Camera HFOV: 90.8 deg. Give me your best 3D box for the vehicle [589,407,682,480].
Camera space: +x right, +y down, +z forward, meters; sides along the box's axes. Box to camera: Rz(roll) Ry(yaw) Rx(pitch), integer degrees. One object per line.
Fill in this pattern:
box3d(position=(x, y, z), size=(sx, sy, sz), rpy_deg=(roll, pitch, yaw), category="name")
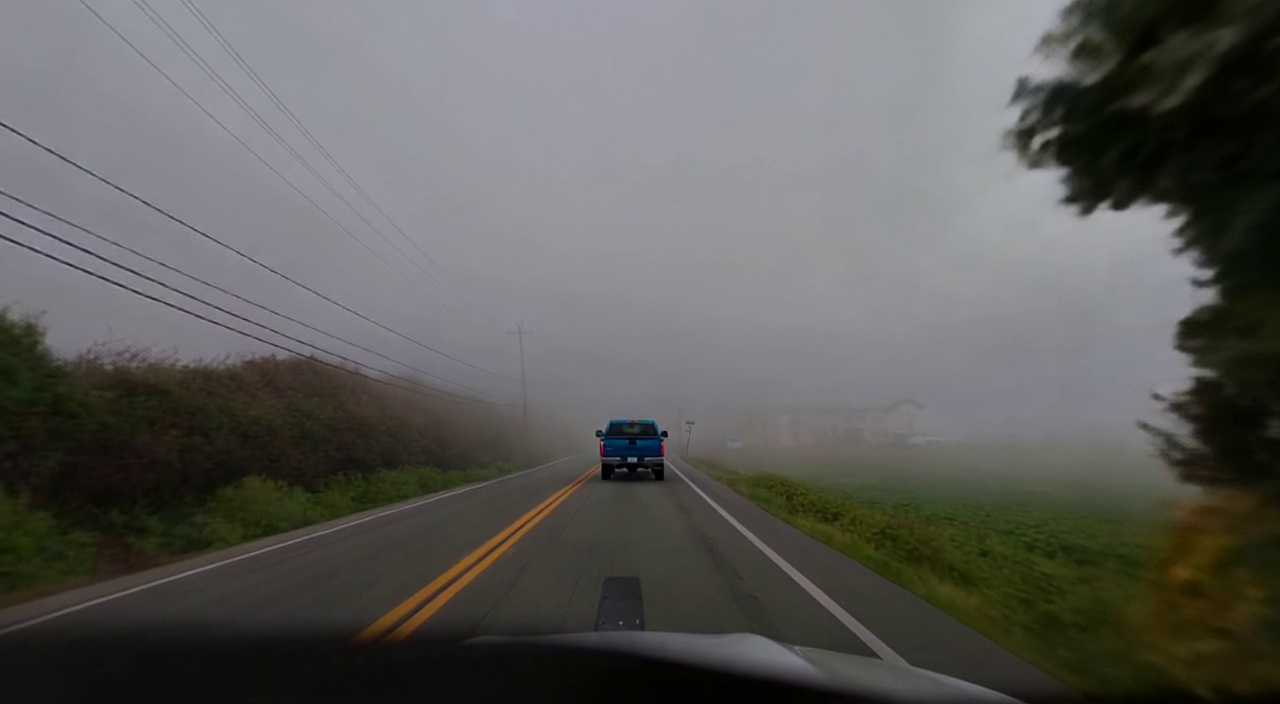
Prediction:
box3d(position=(-0.230, 3.482, 24.180), size=(3.021, 2.326, 7.410), rpy_deg=(0, -8, -1), category="vehicle")
